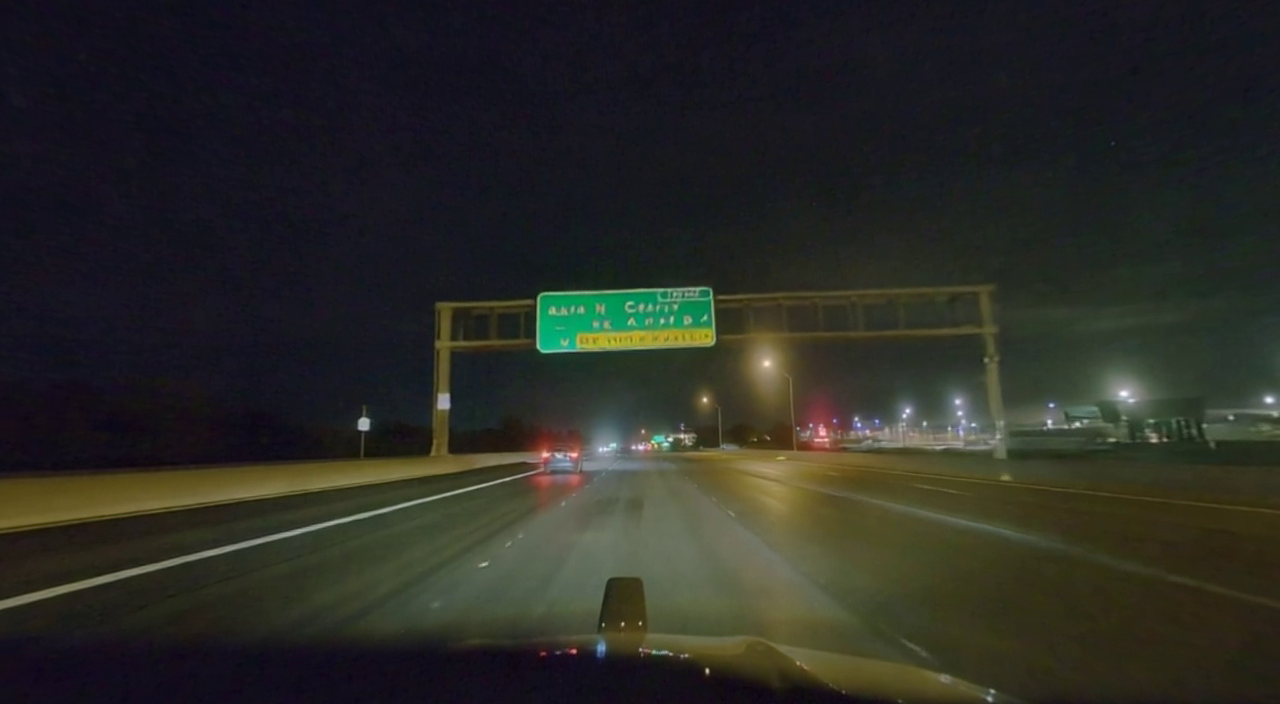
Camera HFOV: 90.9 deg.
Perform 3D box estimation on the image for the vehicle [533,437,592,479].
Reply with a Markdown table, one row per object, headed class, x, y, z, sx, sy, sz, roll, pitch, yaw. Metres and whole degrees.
| class | x | y | z | sx | sy | sz | roll | pitch | yaw |
| --- | --- | --- | --- | --- | --- | --- | --- | --- | --- |
| vehicle | -3.414 | 4.777 | 28.641 | 2.072 | 1.706 | 4.359 | 0 | -8 | 1 |
